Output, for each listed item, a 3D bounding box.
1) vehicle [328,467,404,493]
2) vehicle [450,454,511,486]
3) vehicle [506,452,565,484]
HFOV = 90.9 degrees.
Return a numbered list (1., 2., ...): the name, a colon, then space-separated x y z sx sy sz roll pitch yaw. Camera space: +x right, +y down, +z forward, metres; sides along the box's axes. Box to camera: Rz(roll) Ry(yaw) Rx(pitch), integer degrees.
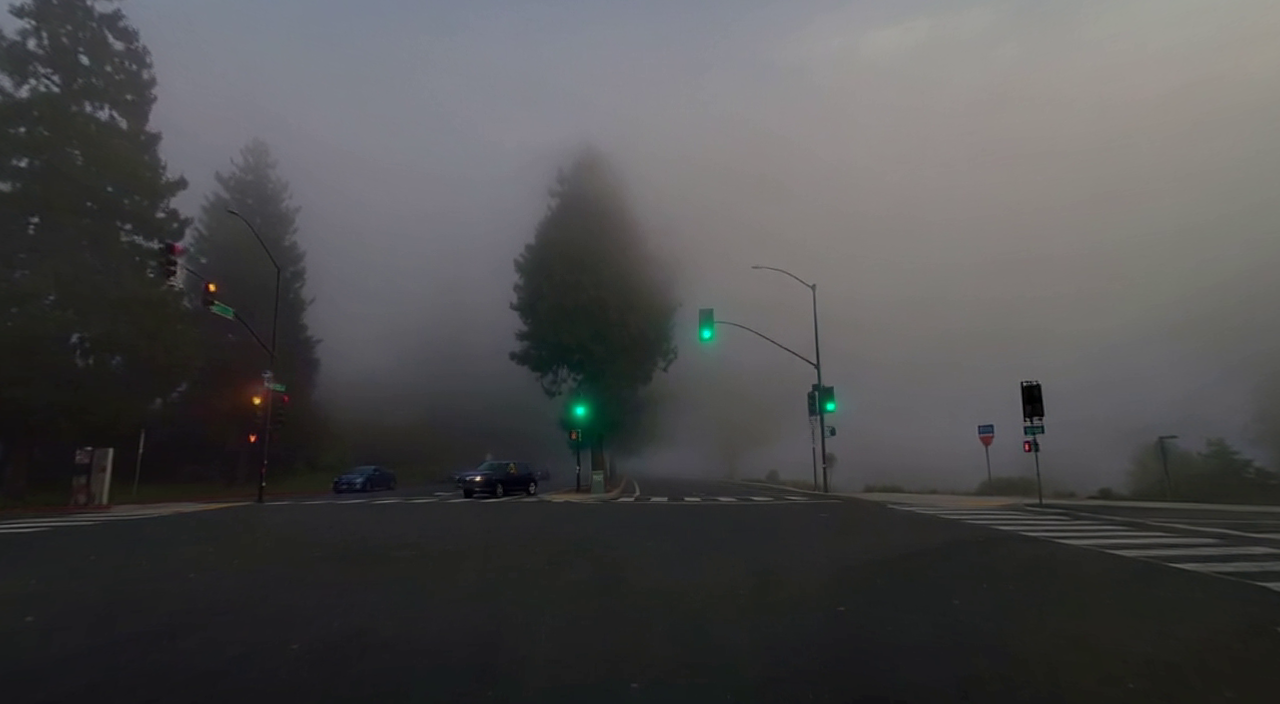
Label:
1. vehicle: -18.401 8.603 42.537 2.029 1.500 4.491 -4 -9 24
2. vehicle: -8.030 5.974 32.087 1.960 1.433 4.213 0 -8 1
3. vehicle: -5.237 5.864 32.117 2.107 1.456 4.728 0 -8 1
